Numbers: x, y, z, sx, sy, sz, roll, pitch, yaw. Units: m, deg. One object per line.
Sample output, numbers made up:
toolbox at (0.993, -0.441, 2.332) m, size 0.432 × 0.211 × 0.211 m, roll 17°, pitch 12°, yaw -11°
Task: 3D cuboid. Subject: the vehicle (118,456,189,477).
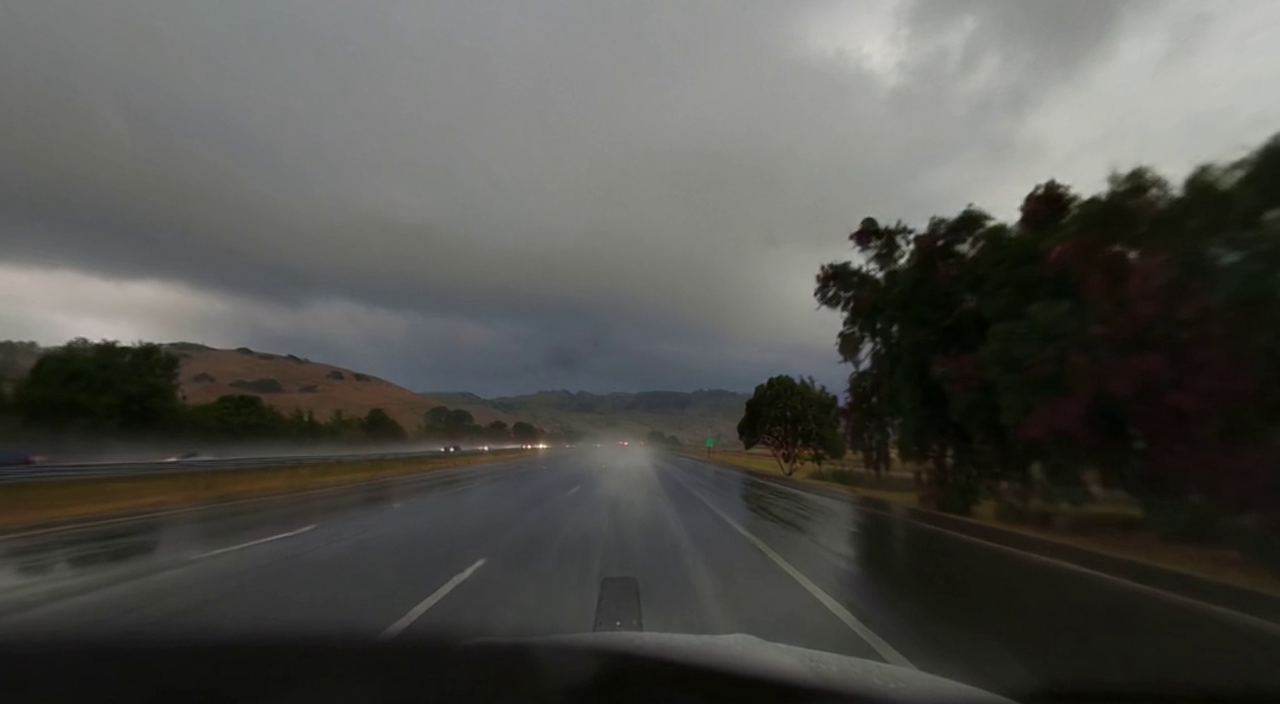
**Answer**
vehicle at (-36.417, 8.571, 47.427) m, size 1.875 × 1.450 × 4.303 m, roll 0°, pitch -8°, yaw -1°
